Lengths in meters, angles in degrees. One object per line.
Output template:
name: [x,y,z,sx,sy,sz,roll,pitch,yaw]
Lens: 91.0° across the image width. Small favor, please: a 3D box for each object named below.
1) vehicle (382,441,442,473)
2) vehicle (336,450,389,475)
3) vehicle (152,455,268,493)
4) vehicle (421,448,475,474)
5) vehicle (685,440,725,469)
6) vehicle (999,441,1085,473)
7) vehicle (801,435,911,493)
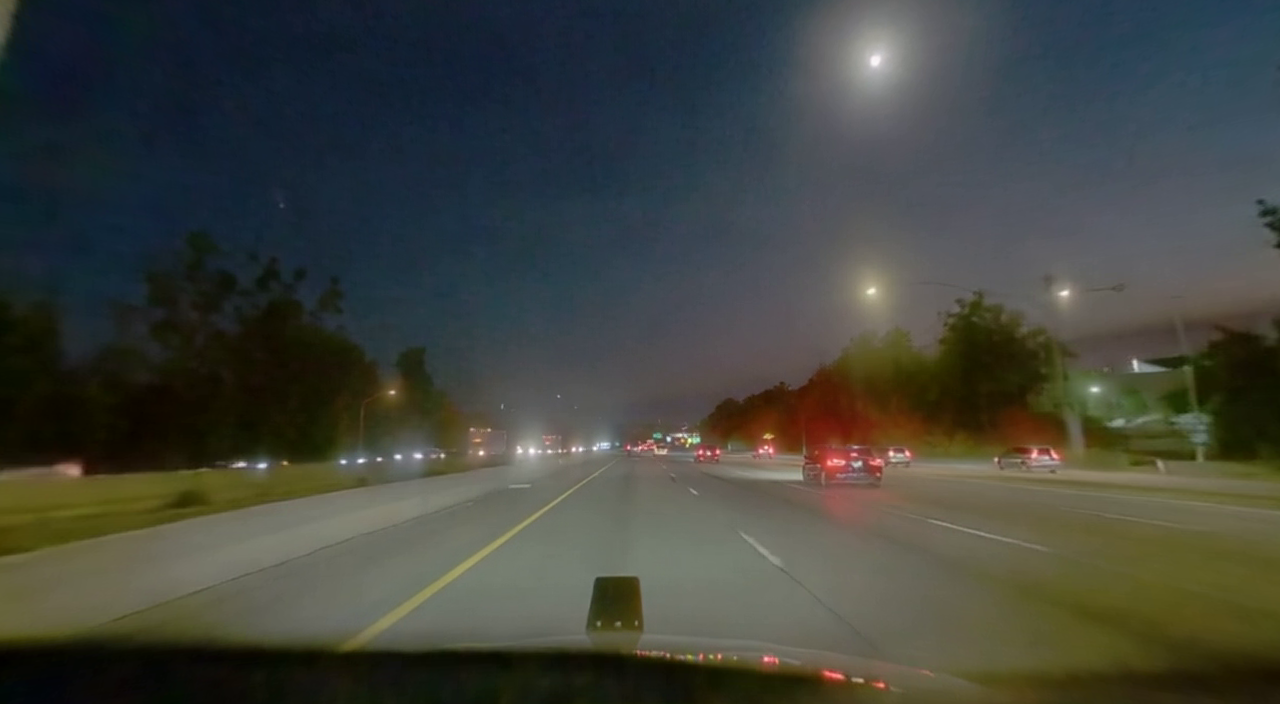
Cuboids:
vehicle: [-16.528,7.641,46.053,2.248,2.130,5.801,0,-8,0]
vehicle: [-20.197,8.008,45.993,1.861,1.676,4.317,0,-8,0]
vehicle: [-19.433,5.514,28.790,1.938,1.457,4.816,0,-8,0]
vehicle: [-12.603,7.173,41.698,1.999,1.536,4.987,0,-8,0]
vehicle: [4.077,6.489,40.058,2.035,1.704,3.867,0,-8,-1]
vehicle: [22.128,5.748,34.856,1.887,1.642,4.592,0,-8,3]
vehicle: [6.729,3.527,20.204,1.902,1.623,4.360,0,-8,-1]
